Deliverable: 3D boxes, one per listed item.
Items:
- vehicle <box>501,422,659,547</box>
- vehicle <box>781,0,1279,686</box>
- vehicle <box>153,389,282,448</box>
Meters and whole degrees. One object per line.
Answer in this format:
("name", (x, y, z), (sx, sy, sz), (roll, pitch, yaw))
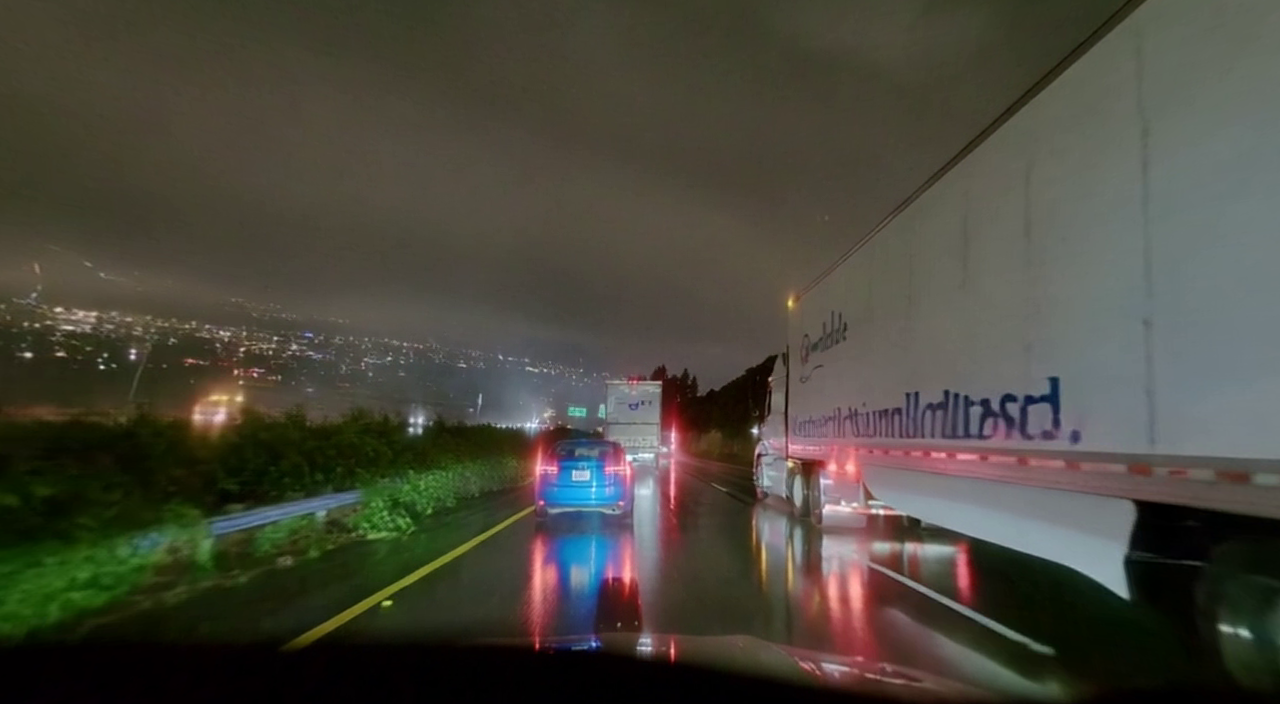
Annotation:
("vehicle", (-0.749, 2.003, 10.024), (2.038, 1.582, 3.729), (0, -9, 1))
("vehicle", (4.898, 0.489, 8.063), (2.825, 4.043, 14.051), (0, -9, 0))
("vehicle", (-26.760, 4.457, 40.540), (2.720, 3.331, 8.732), (0, -9, -4))
